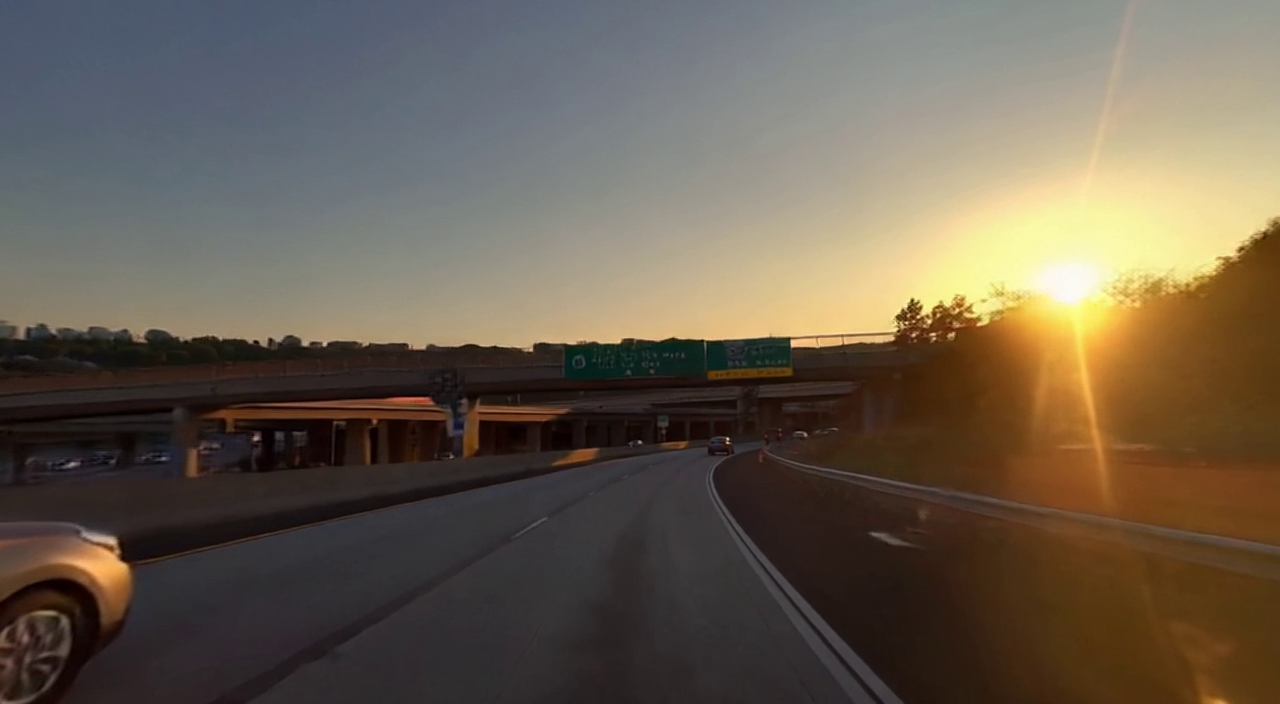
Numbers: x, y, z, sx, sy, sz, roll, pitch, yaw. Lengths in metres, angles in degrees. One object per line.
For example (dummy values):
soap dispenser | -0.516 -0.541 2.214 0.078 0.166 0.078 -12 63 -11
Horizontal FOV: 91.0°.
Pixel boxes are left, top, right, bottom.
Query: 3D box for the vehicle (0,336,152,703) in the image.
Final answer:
vehicle | -3.452 0.496 0.564 2.106 1.640 4.853 0 -9 0
